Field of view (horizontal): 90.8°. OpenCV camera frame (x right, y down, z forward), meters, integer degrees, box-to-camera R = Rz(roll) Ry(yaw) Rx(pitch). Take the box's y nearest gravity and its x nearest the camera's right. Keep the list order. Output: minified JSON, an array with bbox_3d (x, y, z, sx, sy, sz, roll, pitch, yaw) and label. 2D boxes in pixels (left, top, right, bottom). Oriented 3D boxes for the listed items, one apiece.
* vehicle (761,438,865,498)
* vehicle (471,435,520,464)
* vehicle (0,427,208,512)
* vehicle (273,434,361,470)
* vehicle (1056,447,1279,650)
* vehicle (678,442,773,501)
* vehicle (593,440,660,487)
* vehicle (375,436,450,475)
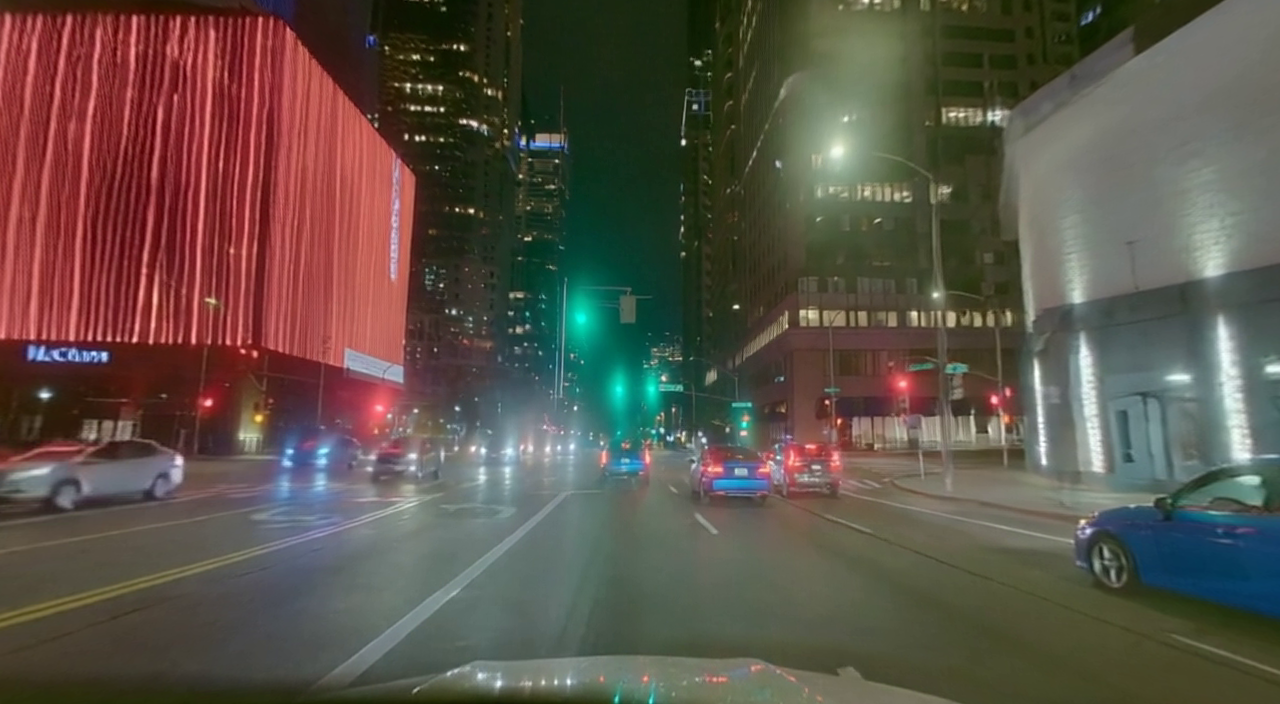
[{"bbox_3d":[5.528,3.746,20.864,2.015,1.745,4.444,0,-9,-2],"label":"vehicle"},{"bbox_3d":[-9.795,6.657,43.221,2.142,1.817,4.823,0,-9,0],"label":"vehicle"},{"bbox_3d":[-12.525,2.686,14.828,1.929,1.693,4.070,0,-9,-2],"label":"vehicle"},{"bbox_3d":[-16.184,5.061,31.983,2.087,1.676,4.567,0,-9,-1],"label":"vehicle"},{"bbox_3d":[5.686,1.454,4.707,1.914,1.484,4.639,0,-9,-1],"label":"vehicle"},{"bbox_3d":[2.327,3.378,18.369,1.987,1.484,4.427,0,-9,-2],"label":"vehicle"},{"bbox_3d":[-0.446,3.822,21.937,2.096,1.457,4.160,0,-9,-1],"label":"vehicle"},{"bbox_3d":[-10.160,4.660,28.593,1.879,1.637,4.100,0,-9,0],"label":"vehicle"}]
